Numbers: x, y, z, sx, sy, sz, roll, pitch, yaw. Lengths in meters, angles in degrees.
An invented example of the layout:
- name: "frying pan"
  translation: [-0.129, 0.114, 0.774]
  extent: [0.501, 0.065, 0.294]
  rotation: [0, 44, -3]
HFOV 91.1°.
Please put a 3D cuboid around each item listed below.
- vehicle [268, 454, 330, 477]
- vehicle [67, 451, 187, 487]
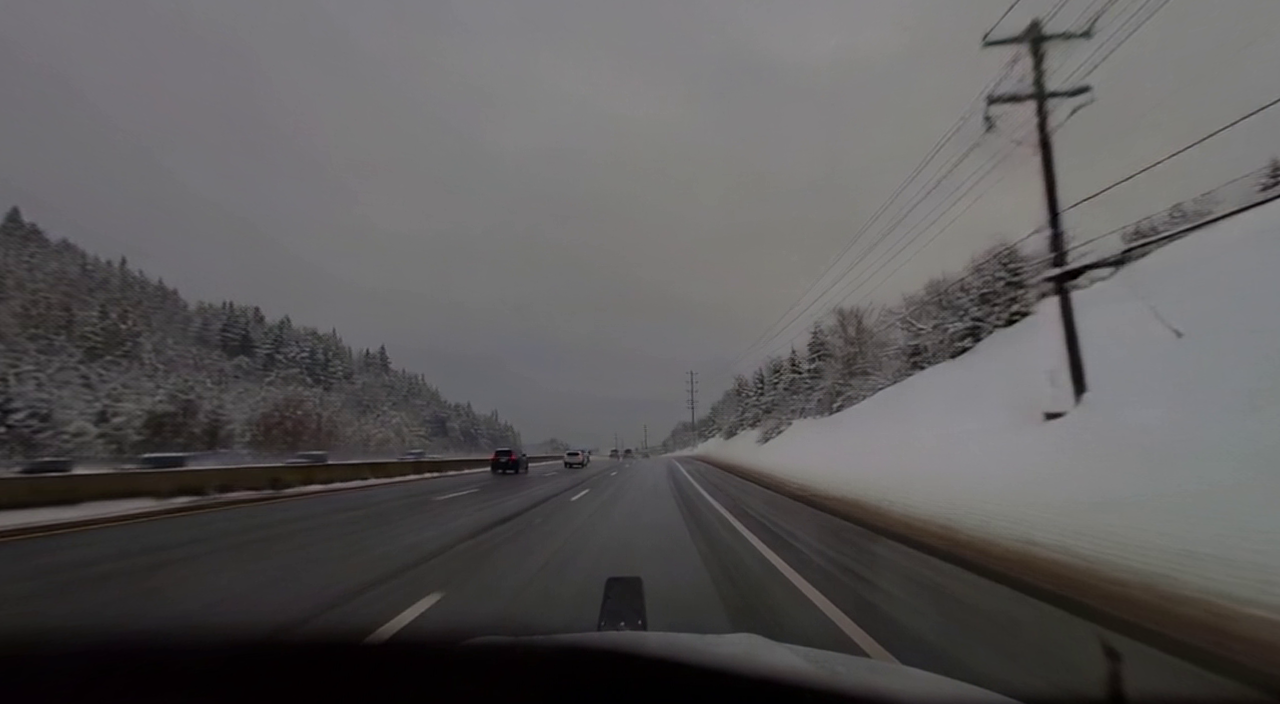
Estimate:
- name: "vehicle"
  translation: [-23.968, 7.977, 44.279]
  extent: [1.801, 1.455, 4.339]
  rotation: [0, -9, 3]
- name: "vehicle"
  translation: [-21.242, 4.847, 26.209]
  extent: [1.784, 1.383, 3.757]
  rotation: [0, -9, 1]
